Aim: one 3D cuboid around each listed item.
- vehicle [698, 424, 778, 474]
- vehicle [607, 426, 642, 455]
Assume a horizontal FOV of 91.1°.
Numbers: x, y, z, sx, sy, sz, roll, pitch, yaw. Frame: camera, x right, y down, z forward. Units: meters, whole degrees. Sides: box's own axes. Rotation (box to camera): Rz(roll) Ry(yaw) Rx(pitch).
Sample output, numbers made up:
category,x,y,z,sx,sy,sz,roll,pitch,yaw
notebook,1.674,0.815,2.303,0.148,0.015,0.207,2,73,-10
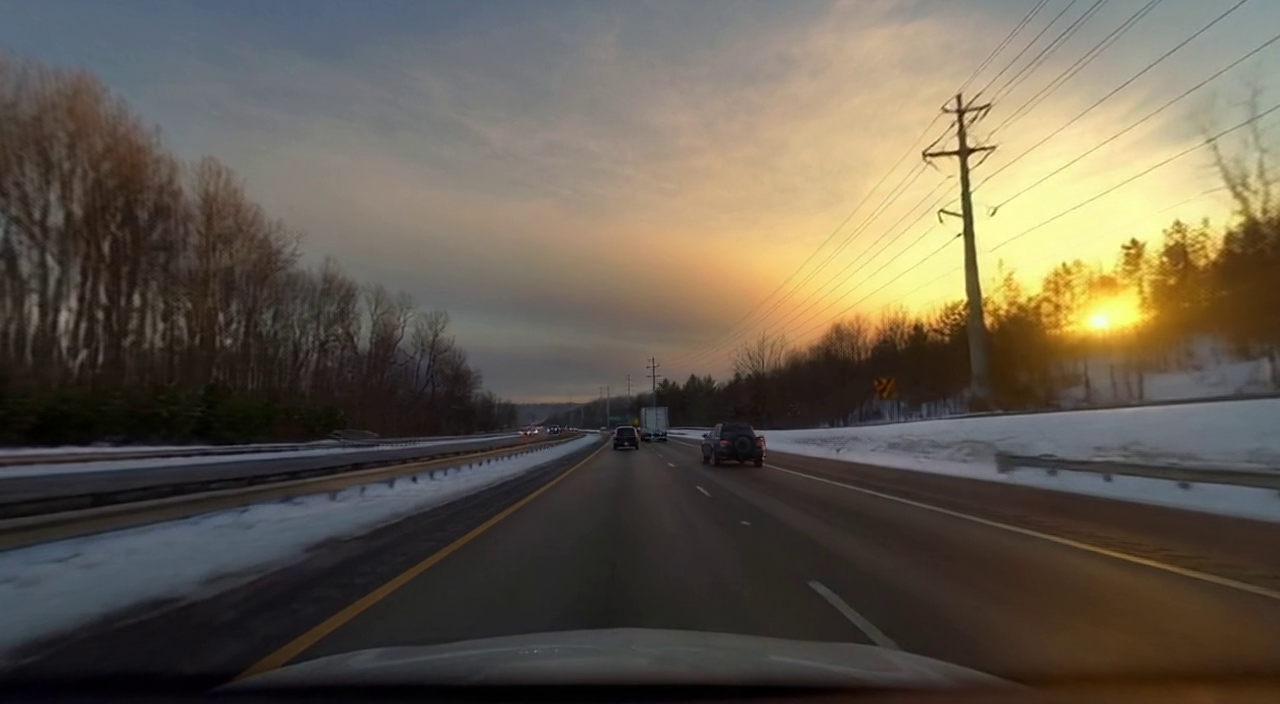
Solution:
category,x,y,z,sx,sy,sz,roll,pitch,yaw
vehicle,3.333,3.388,22.122,2.062,1.581,3.914,0,-8,-2
vehicle,-0.915,5.310,37.680,2.019,1.642,3.790,0,-8,-1
